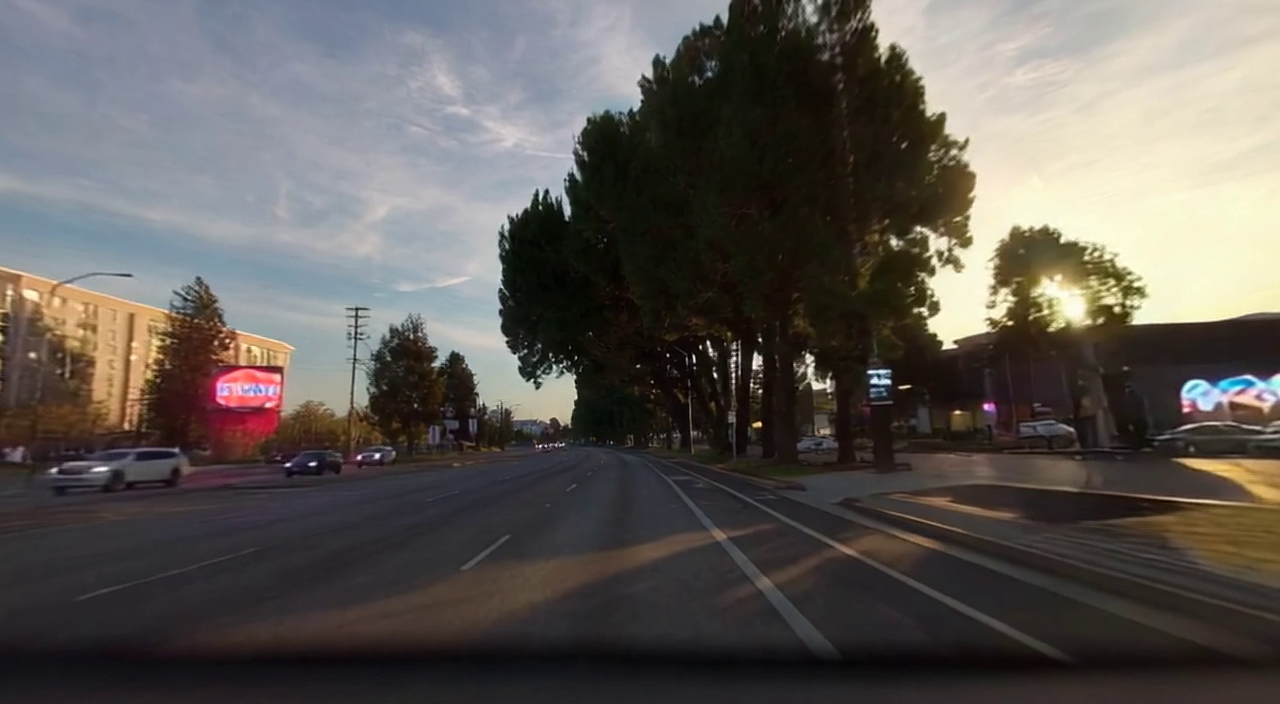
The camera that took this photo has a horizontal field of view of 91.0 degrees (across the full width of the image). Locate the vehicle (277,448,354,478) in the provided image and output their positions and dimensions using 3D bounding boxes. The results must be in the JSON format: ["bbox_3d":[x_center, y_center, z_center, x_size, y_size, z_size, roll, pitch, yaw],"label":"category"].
[{"bbox_3d":[-17.439,5.956,34.061,1.903,1.446,4.306,0,-9,0],"label":"vehicle"}]

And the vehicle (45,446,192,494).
[{"bbox_3d":[-20.440,4.612,24.984,1.963,1.694,4.535,0,-9,-1],"label":"vehicle"}]

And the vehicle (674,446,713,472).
[{"bbox_3d":[3.335,6.753,39.963,1.992,1.513,4.683,0,-8,-1],"label":"vehicle"}]

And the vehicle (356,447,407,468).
[{"bbox_3d":[-19.939,8.169,48.837,2.068,1.537,4.948,0,-9,-3],"label":"vehicle"}]
